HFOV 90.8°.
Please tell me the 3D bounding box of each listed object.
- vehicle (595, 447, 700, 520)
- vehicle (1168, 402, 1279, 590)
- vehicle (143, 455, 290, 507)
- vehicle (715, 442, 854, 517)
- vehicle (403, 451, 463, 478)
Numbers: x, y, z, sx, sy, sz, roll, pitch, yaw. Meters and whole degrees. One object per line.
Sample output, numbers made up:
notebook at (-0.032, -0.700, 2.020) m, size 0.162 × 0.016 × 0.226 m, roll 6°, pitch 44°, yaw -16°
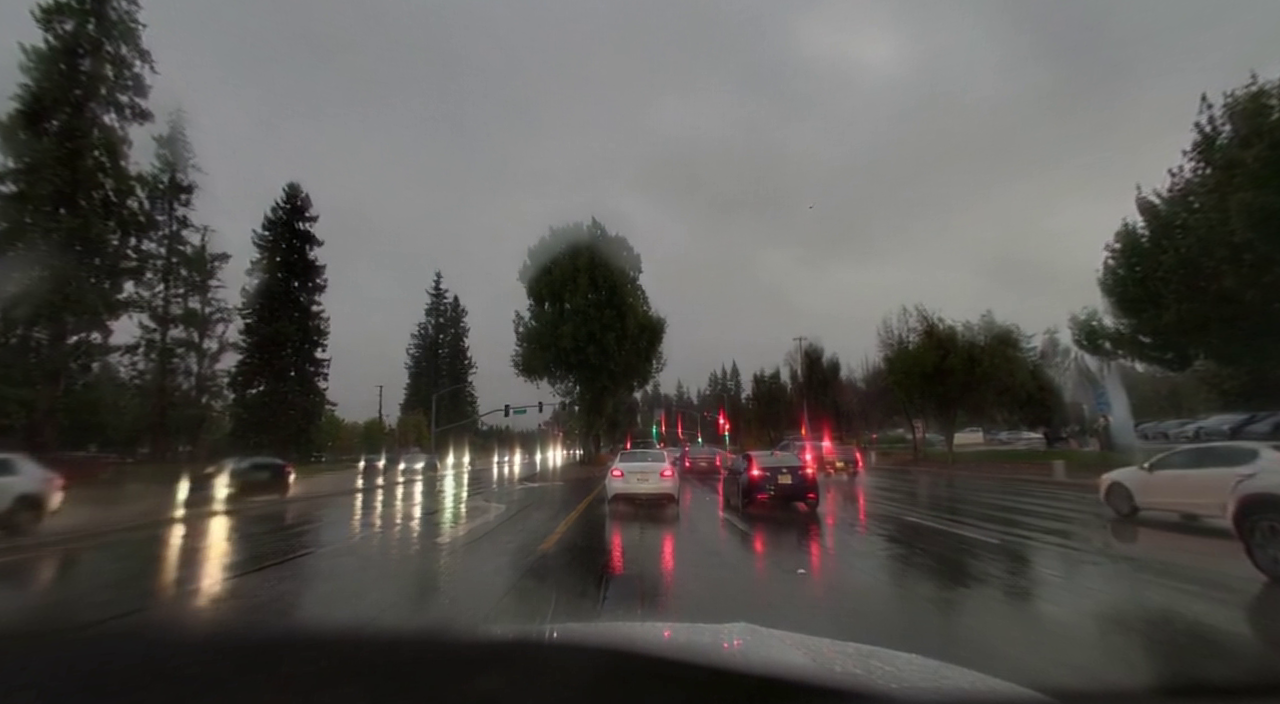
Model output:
vehicle at (0.078, 2.797, 13.983) m, size 1.990 × 1.347 × 4.067 m, roll 0°, pitch -9°, yaw -2°
vehicle at (6.932, 1.176, 4.796) m, size 1.987 × 1.730 × 4.373 m, roll 0°, pitch -9°, yaw 0°
vehicle at (-13.998, 4.243, 21.332) m, size 2.018 × 1.469 × 4.916 m, roll 1°, pitch -9°, yaw -7°
vehicle at (3.110, 2.858, 14.839) m, size 1.970 × 1.445 × 4.974 m, roll 0°, pitch -9°, yaw -2°
vehicle at (-12.159, 6.633, 37.501) m, size 2.002 × 1.500 × 4.536 m, roll 0°, pitch -9°, yaw 0°
